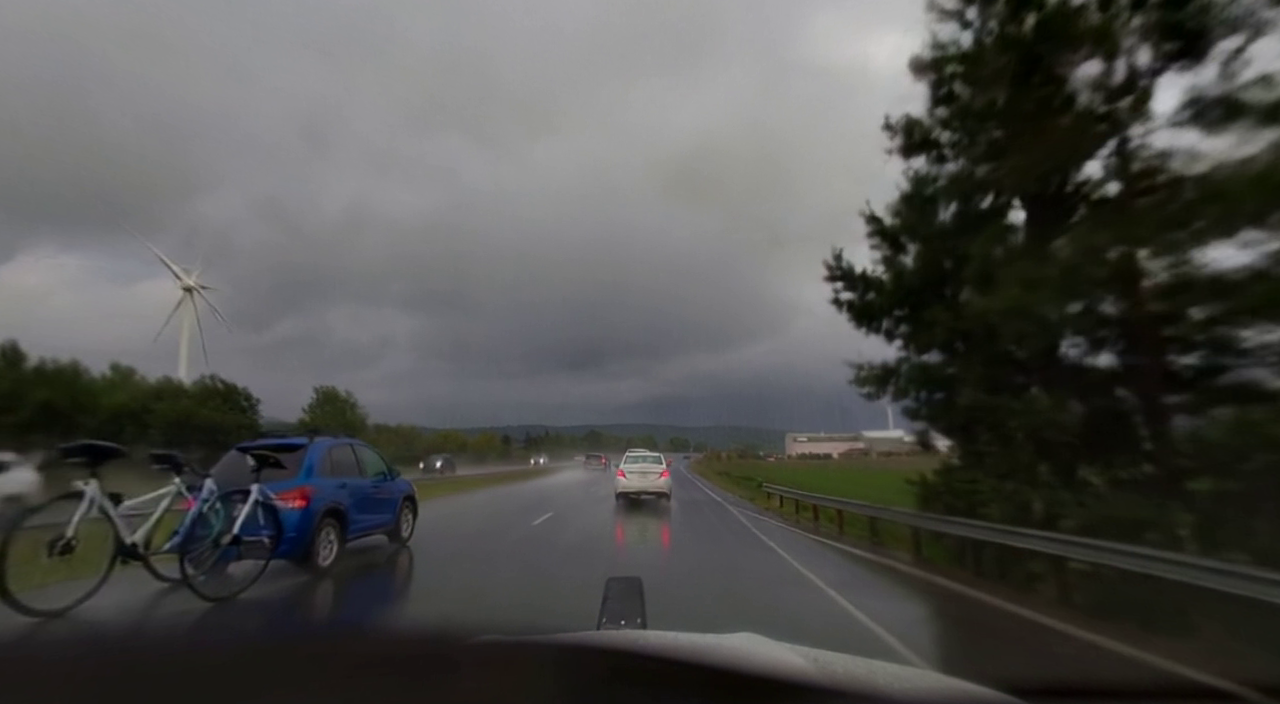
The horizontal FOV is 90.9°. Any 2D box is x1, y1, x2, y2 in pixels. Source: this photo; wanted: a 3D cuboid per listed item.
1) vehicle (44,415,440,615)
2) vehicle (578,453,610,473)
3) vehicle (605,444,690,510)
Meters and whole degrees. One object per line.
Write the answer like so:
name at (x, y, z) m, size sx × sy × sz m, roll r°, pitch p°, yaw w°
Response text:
vehicle at (-4.043, 1.709, 7.443) m, size 1.962 × 1.681 × 4.033 m, roll 0°, pitch -9°, yaw 1°
vehicle at (-3.487, 8.499, 48.440) m, size 2.059 × 1.455 × 4.205 m, roll 0°, pitch -9°, yaw 0°
vehicle at (0.202, 3.349, 17.340) m, size 2.063 × 1.582 × 3.955 m, roll 0°, pitch -9°, yaw 1°
